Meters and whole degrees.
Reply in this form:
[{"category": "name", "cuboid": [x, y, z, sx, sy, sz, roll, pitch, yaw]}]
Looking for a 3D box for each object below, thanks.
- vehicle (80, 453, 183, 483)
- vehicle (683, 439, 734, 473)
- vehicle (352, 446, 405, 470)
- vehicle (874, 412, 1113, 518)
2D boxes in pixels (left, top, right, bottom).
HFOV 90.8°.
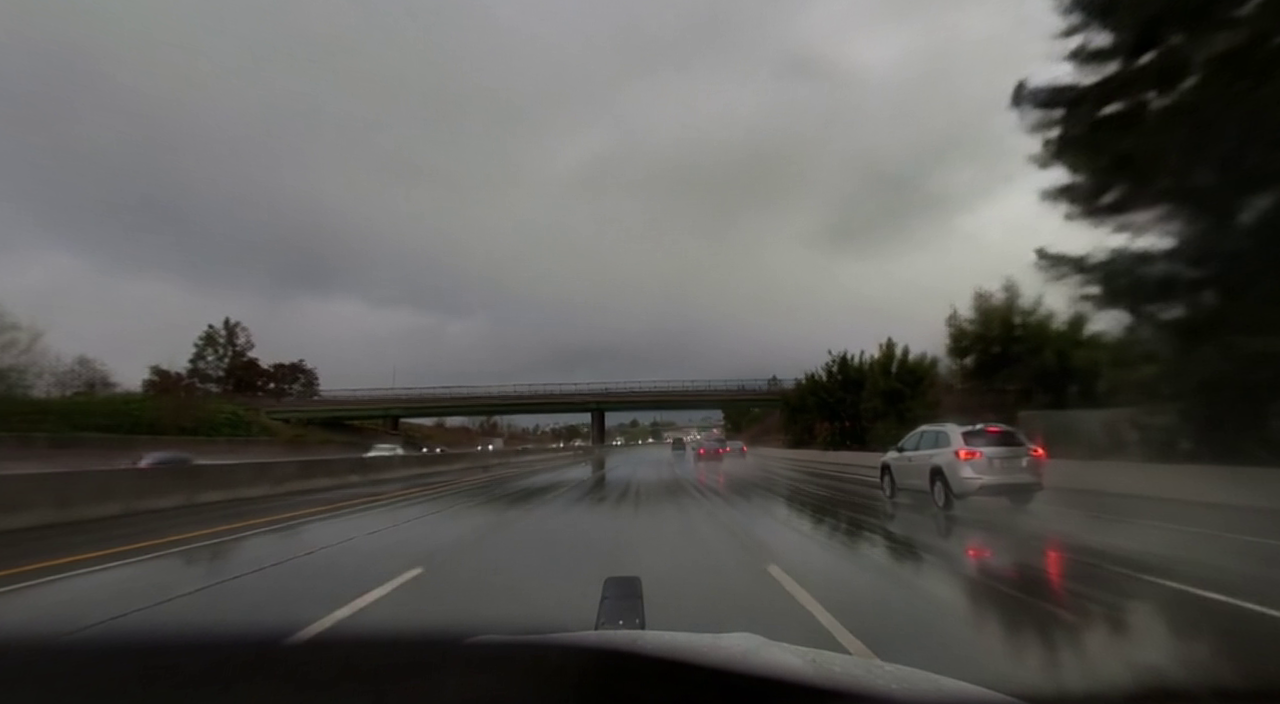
[{"category": "vehicle", "cuboid": [-27.710, 6.286, 34.653, 1.883, 1.471, 4.502, -1, -9, 0]}, {"category": "vehicle", "cuboid": [3.210, 4.974, 30.338, 1.981, 1.471, 4.342, -1, -9, 0]}, {"category": "vehicle", "cuboid": [-19.840, 8.063, 48.195, 1.986, 1.730, 4.558, -1, -9, 1]}, {"category": "vehicle", "cuboid": [7.035, 2.326, 13.426, 2.087, 1.806, 4.946, 0, -9, -1]}]
